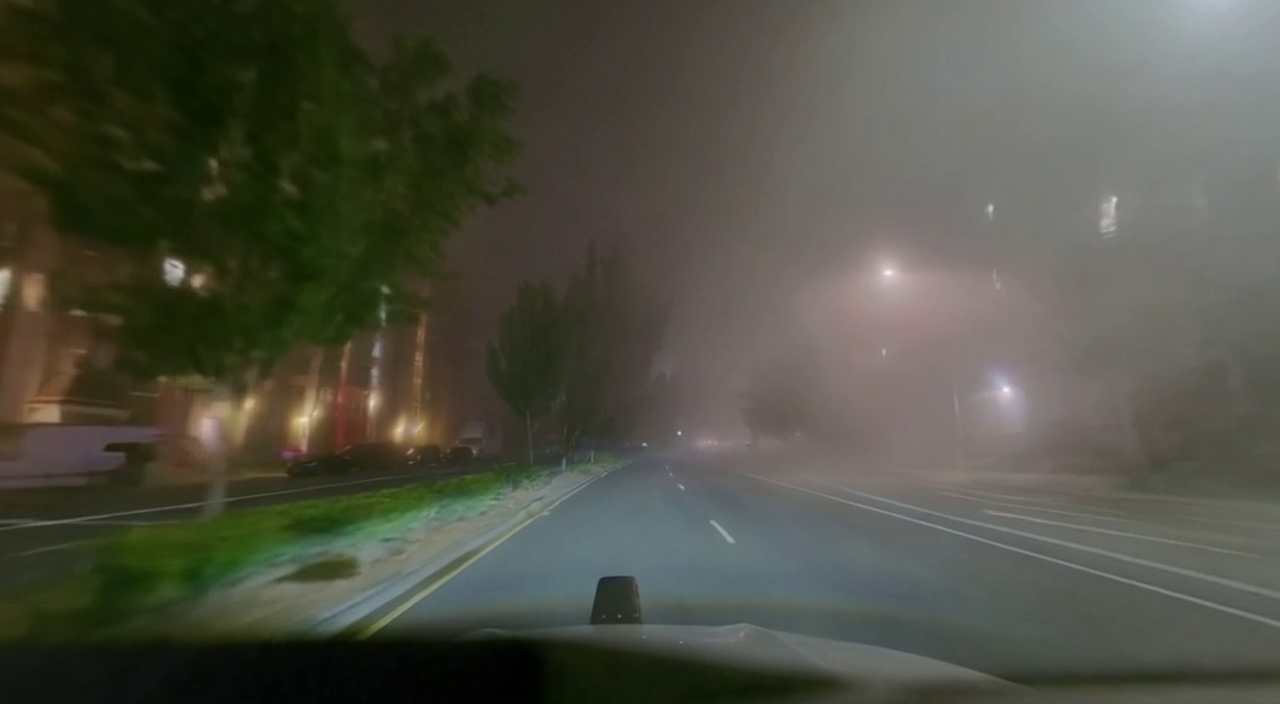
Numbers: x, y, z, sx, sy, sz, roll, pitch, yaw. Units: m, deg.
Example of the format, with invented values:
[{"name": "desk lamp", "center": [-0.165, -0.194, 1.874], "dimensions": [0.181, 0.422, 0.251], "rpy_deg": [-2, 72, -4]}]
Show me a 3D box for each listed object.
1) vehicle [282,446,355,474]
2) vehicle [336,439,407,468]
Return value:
[{"name": "vehicle", "center": [-18.833, 6.315, 37.223], "dimensions": [1.880, 1.457, 4.487], "rpy_deg": [-3, -8, 2]}, {"name": "vehicle", "center": [-18.434, 7.006, 43.650], "dimensions": [2.295, 1.809, 5.236], "rpy_deg": [-2, -9, 4]}]
